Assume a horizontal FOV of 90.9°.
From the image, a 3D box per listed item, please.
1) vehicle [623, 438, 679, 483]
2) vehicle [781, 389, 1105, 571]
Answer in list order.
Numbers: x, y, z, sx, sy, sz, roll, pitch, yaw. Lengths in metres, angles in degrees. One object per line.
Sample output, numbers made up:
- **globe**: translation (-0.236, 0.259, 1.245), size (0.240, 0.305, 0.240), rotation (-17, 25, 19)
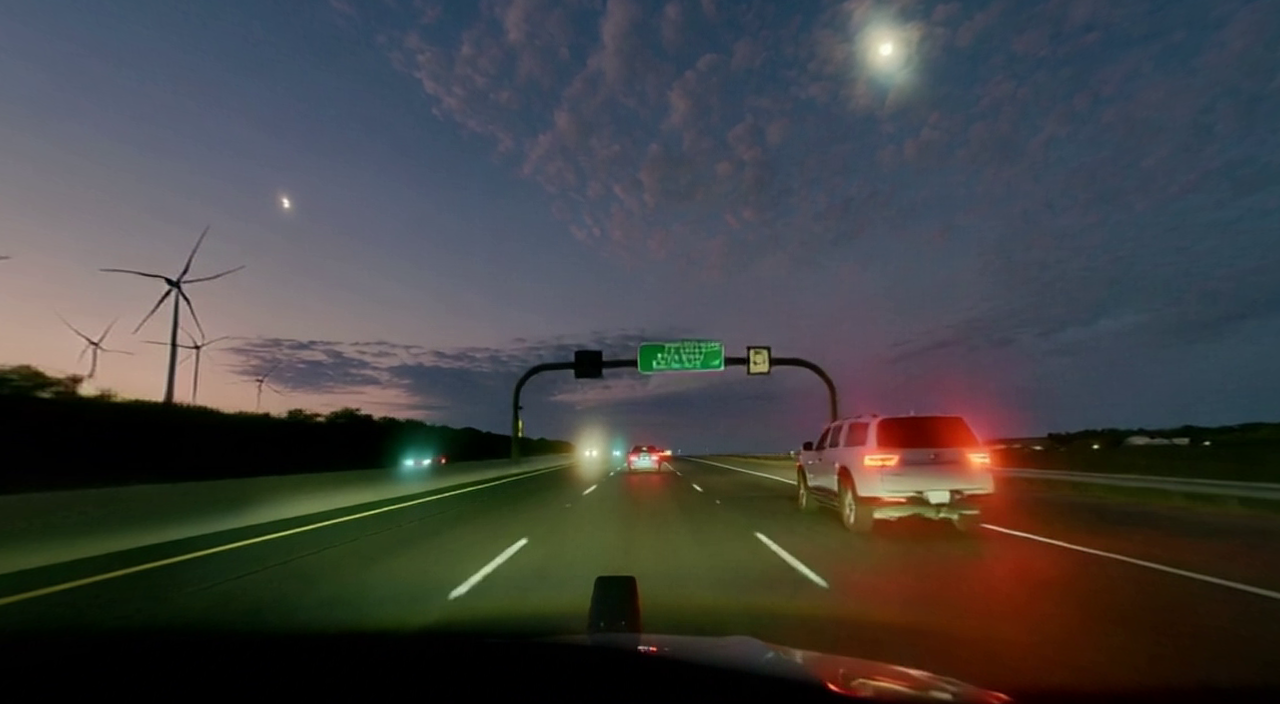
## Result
- **vehicle**: translation (0.387, 4.363, 25.471), size (2.083, 1.653, 3.787), rotation (0, -9, 0)
- **vehicle**: translation (3.689, 1.695, 9.051), size (2.104, 1.861, 4.956), rotation (0, -9, -1)
